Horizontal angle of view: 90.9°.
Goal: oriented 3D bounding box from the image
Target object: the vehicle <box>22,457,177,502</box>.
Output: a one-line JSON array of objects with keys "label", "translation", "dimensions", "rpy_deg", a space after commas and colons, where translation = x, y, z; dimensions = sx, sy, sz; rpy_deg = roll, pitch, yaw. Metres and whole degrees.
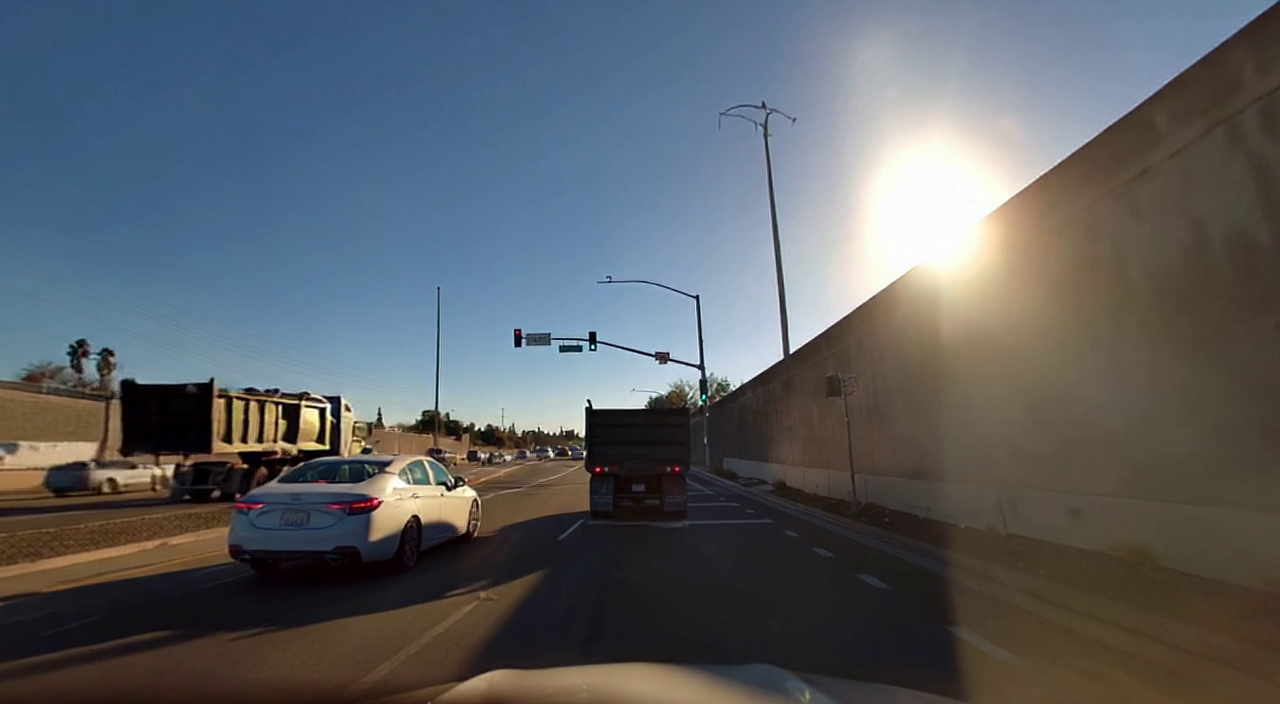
[{"label": "vehicle", "translation": [-20.761, 4.894, 24.538], "dimensions": [1.855, 1.462, 4.554], "rpy_deg": [-1, -8, 2]}]

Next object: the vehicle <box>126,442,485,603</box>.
[{"label": "vehicle", "translation": [-3.741, 1.962, 8.415], "dimensions": [2.019, 1.480, 4.966], "rpy_deg": [0, -8, 1]}]

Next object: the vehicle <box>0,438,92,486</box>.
[{"label": "vehicle", "translation": [-44.361, 7.814, 45.163], "dimensions": [2.771, 3.253, 8.023], "rpy_deg": [-1, -8, 2]}]

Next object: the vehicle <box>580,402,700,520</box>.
[{"label": "vehicle", "translation": [0.030, 2.535, 15.145], "dimensions": [2.355, 2.305, 5.336], "rpy_deg": [0, -8, 1]}]
